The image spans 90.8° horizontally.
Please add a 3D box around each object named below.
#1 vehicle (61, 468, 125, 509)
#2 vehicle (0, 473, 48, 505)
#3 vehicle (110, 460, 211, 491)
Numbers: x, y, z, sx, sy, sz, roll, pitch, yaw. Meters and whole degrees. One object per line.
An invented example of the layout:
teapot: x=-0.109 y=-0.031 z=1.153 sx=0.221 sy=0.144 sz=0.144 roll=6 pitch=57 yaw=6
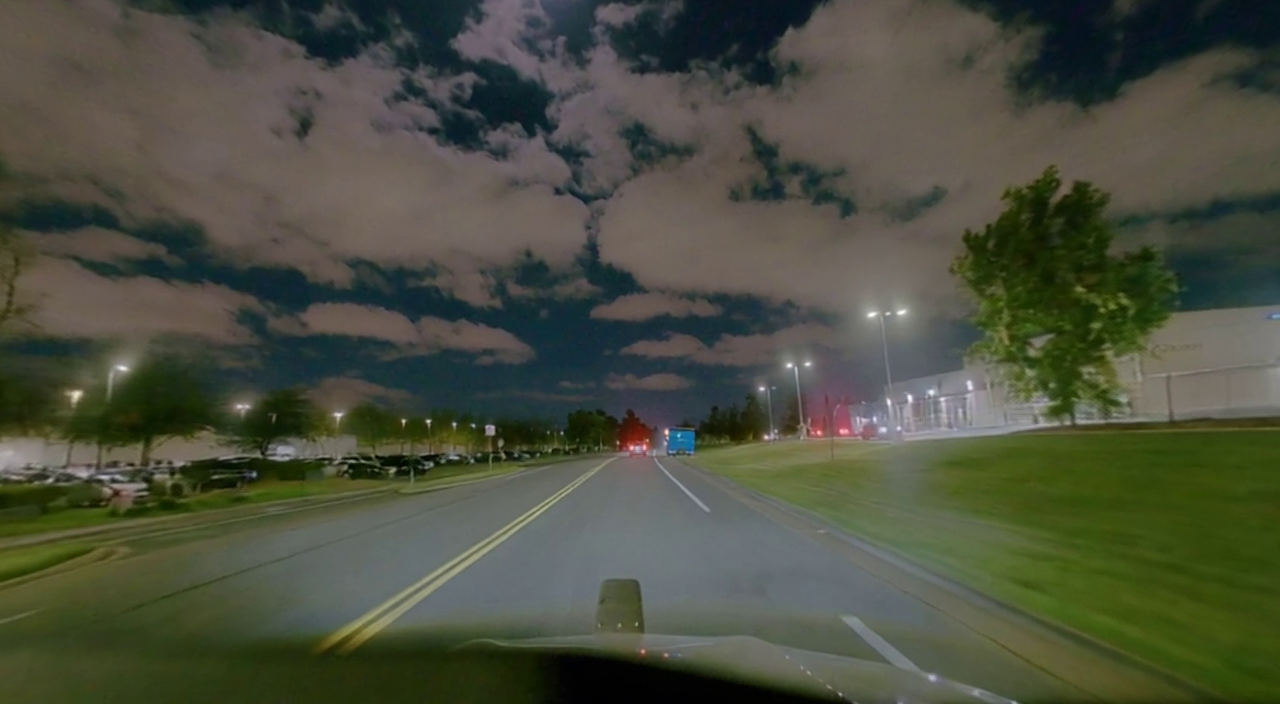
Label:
vehicle: x=-27.792 y=6.912 z=32.243 sx=1.930 sy=1.718 sz=4.438 roll=5 pitch=-10 yaw=-35
vehicle: x=-32.000 y=7.077 z=32.710 sx=1.747 sy=1.468 sz=3.972 roll=7 pitch=-13 yaw=-41
vehicle: x=-33.707 y=8.692 z=44.508 sx=5.432 sy=1.791 sz=2.159 roll=-3 pitch=-9 yaw=2
